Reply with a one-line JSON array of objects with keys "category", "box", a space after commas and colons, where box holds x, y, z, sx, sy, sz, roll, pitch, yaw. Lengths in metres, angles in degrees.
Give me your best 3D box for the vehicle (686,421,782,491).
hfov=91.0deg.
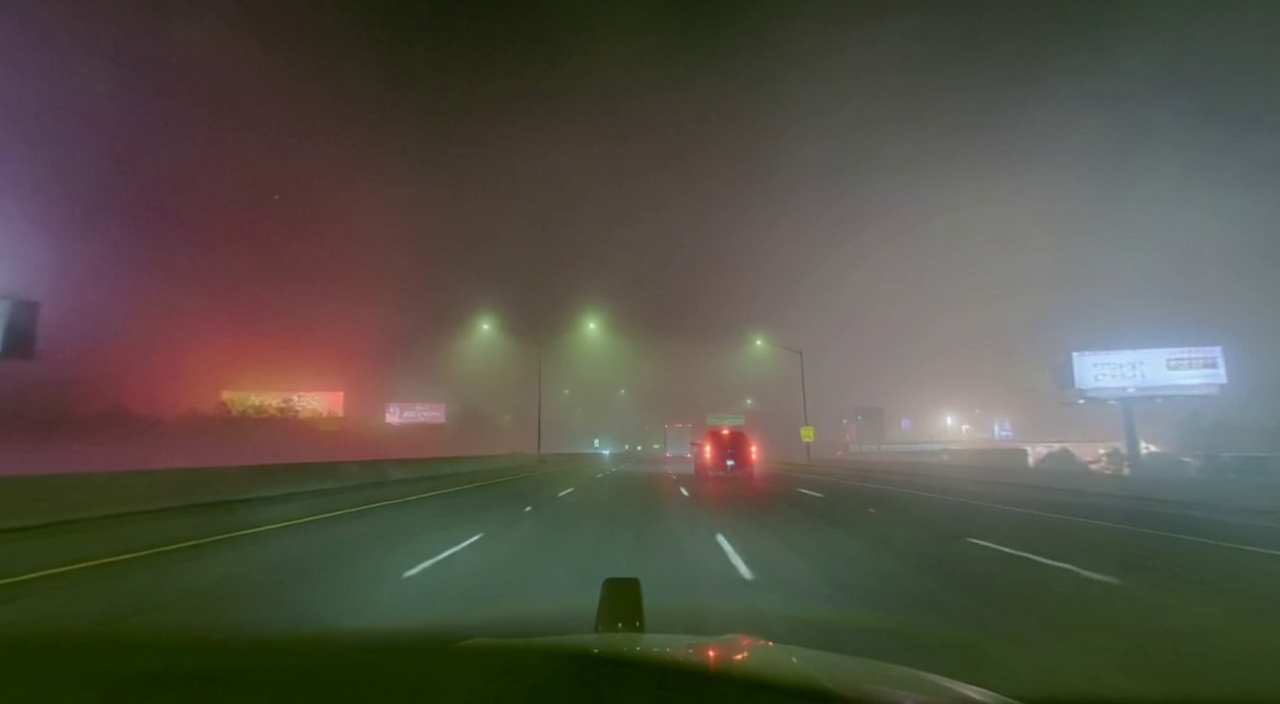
[{"category": "vehicle", "box": [3.201, 3.783, 23.090, 2.740, 2.157, 6.300, -1, -9, 2]}]
